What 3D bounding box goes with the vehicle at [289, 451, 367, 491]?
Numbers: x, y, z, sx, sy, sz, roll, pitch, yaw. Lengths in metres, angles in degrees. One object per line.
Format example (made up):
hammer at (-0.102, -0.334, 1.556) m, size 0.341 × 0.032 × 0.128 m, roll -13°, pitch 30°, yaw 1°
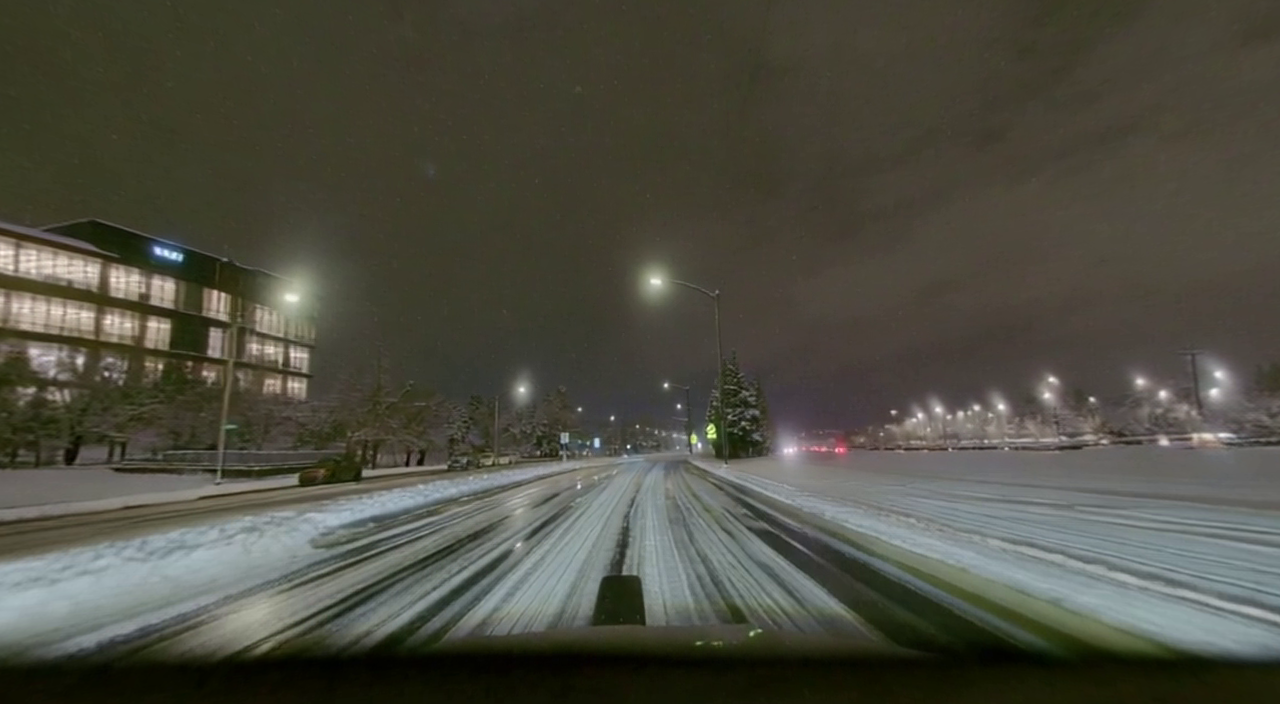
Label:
vehicle at (-18.501, 7.056, 37.662) m, size 2.047 × 1.914 × 5.061 m, roll -3°, pitch -7°, yaw 2°
